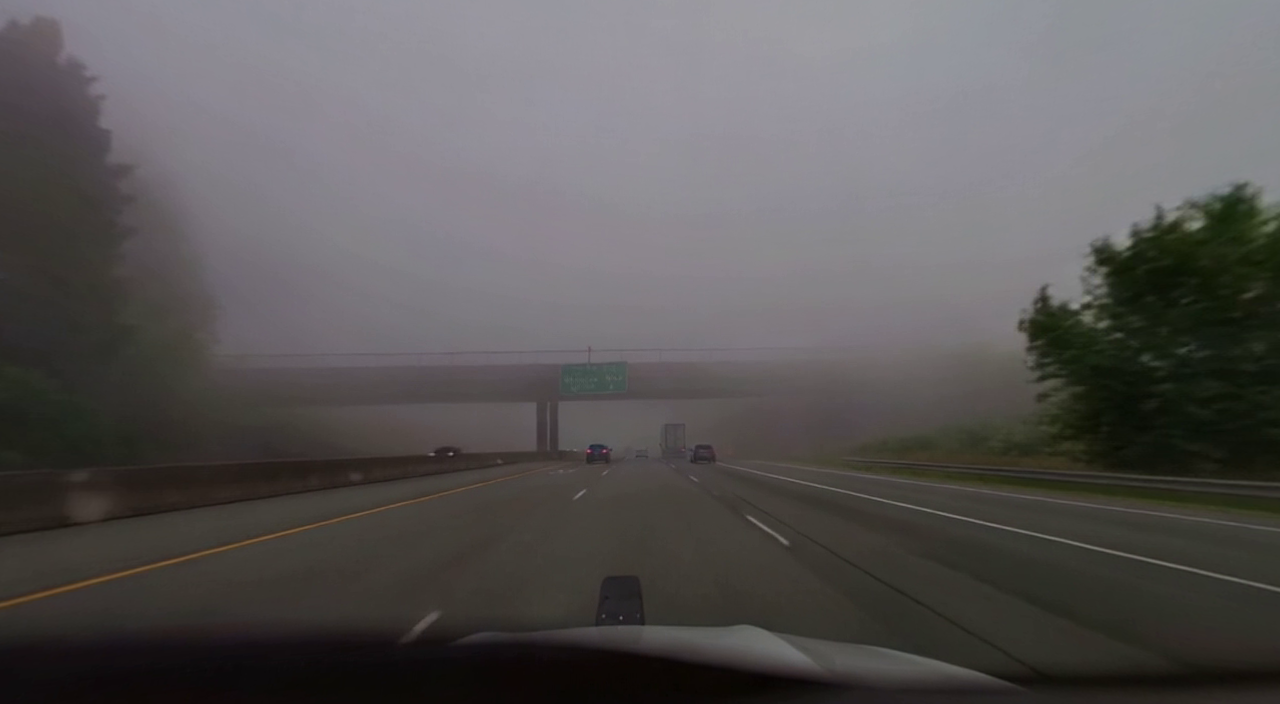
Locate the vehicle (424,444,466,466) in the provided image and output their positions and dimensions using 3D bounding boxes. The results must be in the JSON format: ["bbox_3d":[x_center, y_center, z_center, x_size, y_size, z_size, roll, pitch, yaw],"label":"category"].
[{"bbox_3d":[-15.330,8.101,49.792,1.948,1.617,4.249,0,-9,0],"label":"vehicle"}]

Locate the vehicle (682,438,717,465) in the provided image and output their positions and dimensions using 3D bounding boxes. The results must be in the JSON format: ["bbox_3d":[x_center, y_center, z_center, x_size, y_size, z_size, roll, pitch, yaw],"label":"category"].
[{"bbox_3d":[4.508,7.610,48.313,2.100,1.889,4.969,0,-9,-1],"label":"vehicle"}]
